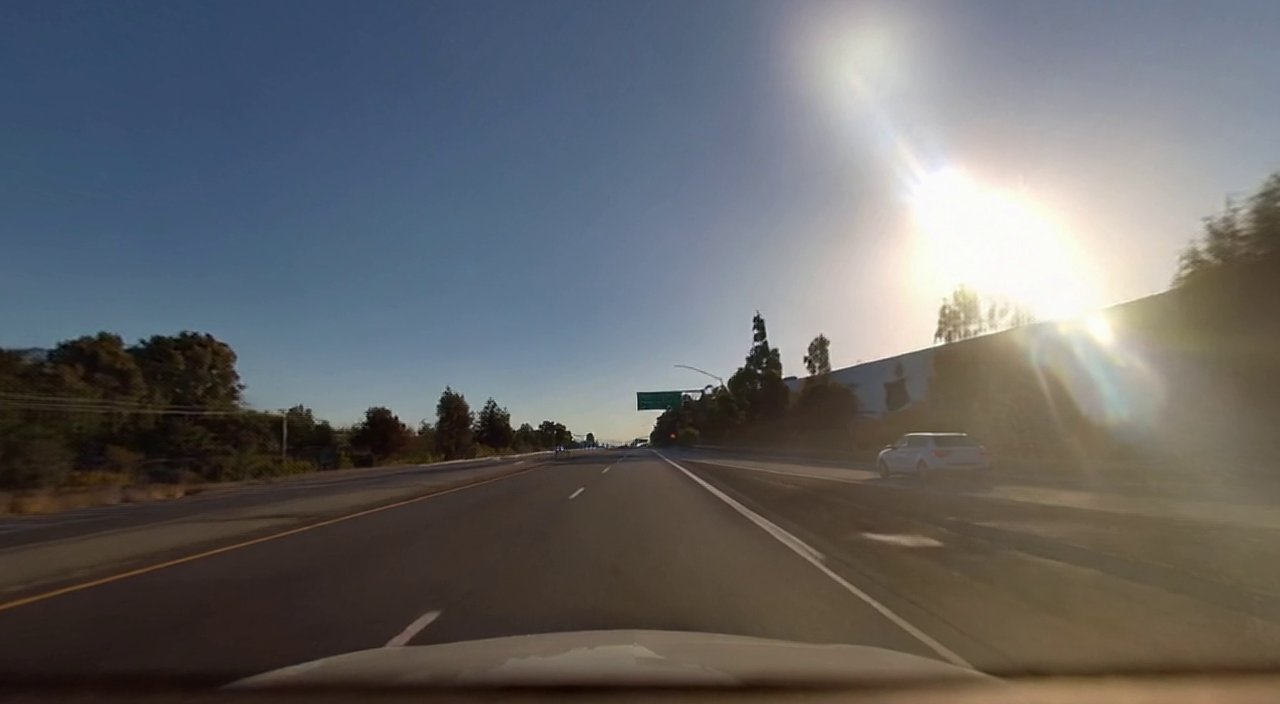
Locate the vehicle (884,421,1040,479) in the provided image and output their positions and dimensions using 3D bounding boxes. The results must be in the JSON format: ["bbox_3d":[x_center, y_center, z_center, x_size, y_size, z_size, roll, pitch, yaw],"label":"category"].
[{"bbox_3d":[11.940,3.673,23.895,2.328,1.916,5.227,1,-8,-13],"label":"vehicle"}]
